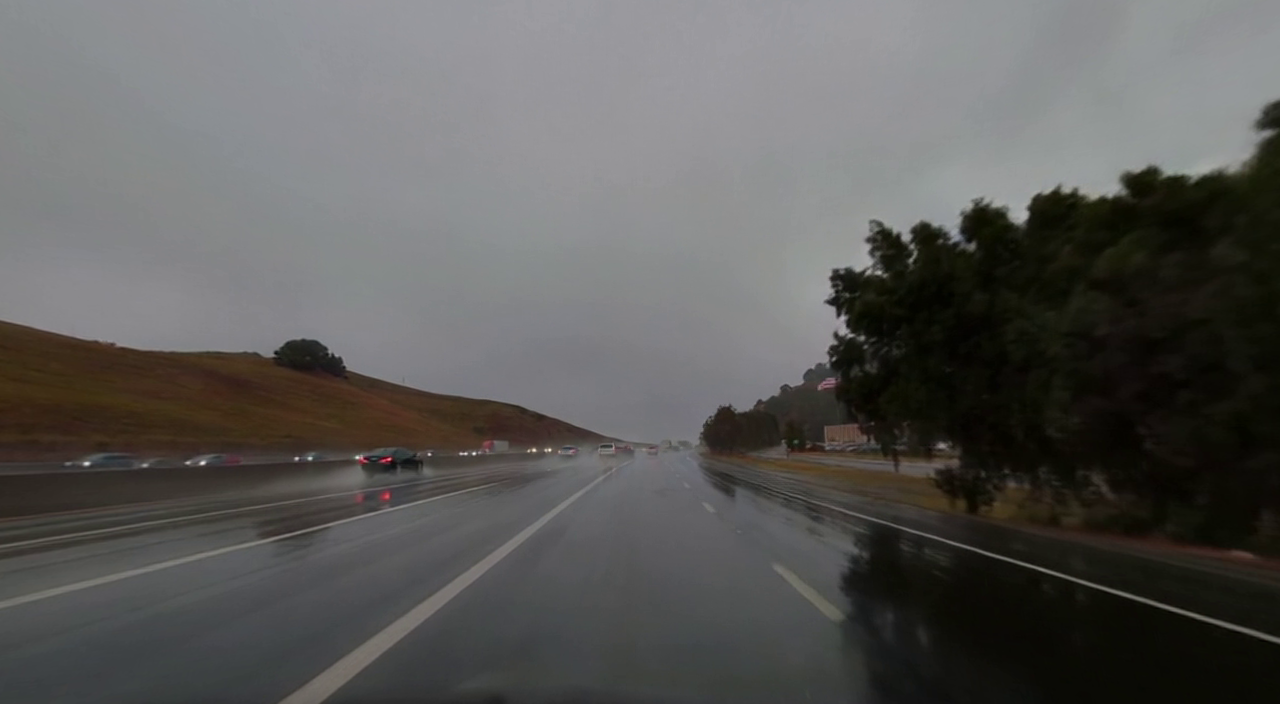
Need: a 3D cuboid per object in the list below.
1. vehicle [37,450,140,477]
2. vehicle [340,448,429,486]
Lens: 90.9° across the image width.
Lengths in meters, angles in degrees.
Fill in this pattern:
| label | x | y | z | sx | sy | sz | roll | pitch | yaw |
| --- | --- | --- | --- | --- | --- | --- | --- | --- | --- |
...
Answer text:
| label | x | y | z | sx | sy | sz | roll | pitch | yaw |
| --- | --- | --- | --- | --- | --- | --- | --- | --- | --- |
| vehicle | -38.014 | 7.676 | 43.736 | 2.070 | 1.639 | 5.593 | 0 | -8 | 1 |
| vehicle | -10.871 | 4.888 | 27.259 | 1.927 | 1.454 | 4.395 | 0 | -8 | 1 |
